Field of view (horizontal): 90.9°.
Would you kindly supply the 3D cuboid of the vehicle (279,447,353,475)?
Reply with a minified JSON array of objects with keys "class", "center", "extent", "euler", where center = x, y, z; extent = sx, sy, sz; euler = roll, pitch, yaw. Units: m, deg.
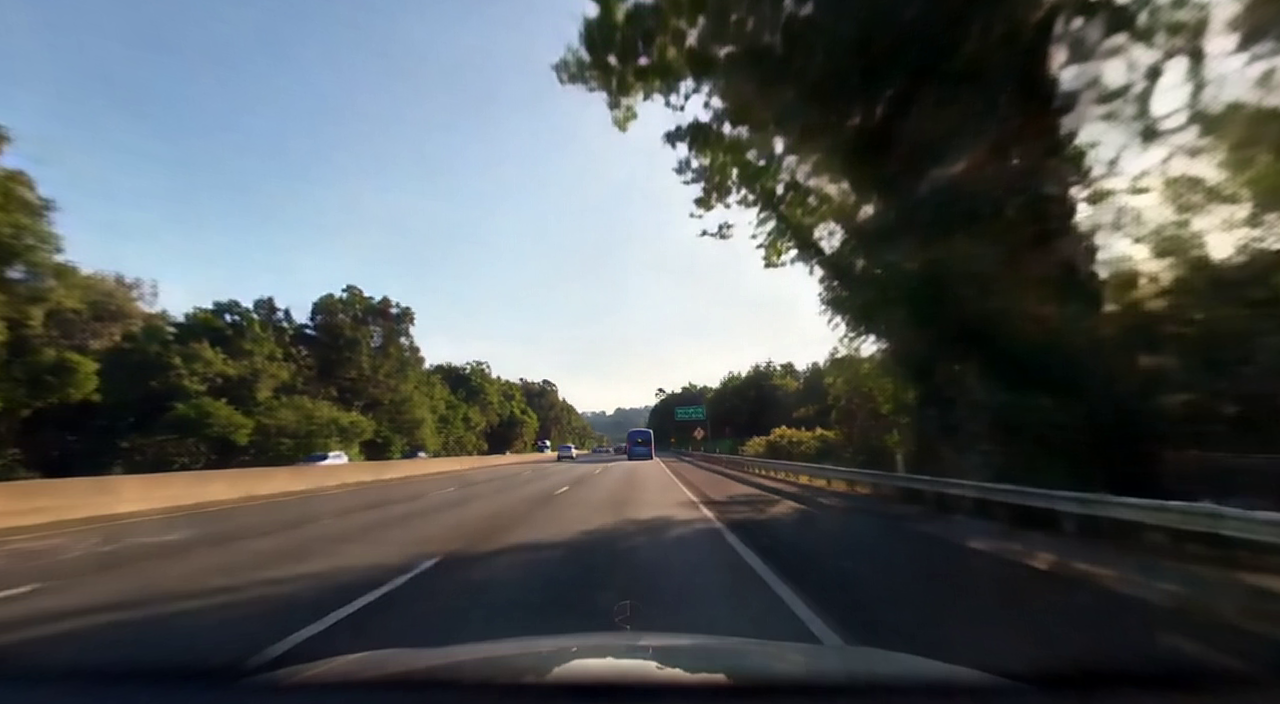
[{"class":"vehicle","center":[-21.796,7.340,42.749],"extent":[2.017,1.737,5.648],"euler":[0,-8,1]}]
